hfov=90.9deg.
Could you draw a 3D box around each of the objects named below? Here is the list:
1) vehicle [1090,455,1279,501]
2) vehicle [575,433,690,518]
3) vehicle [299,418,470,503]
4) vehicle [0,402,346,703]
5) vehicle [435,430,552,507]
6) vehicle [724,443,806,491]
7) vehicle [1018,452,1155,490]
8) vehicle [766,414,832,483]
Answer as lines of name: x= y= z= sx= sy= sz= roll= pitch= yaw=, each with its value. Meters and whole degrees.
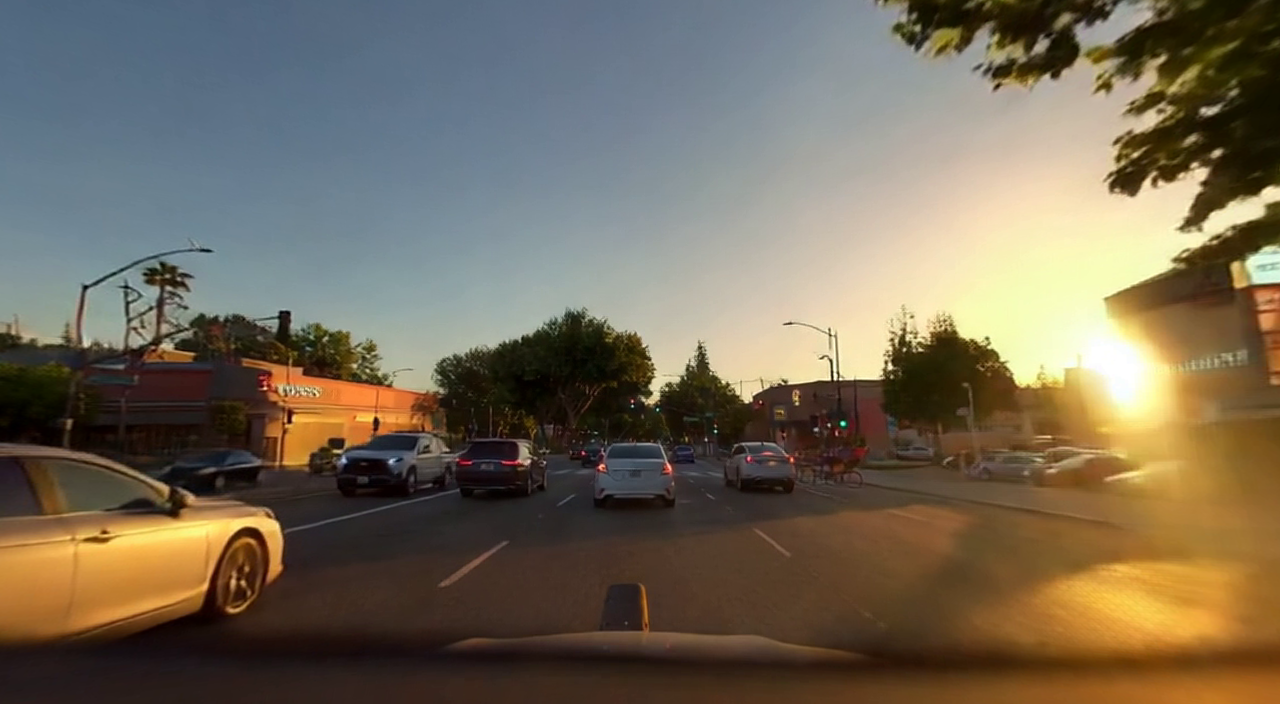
vehicle: x=18.845 y=4.340 z=21.900 sx=4.795 sy=1.457 sz=1.986 roll=-1 pitch=-9 yaw=4
vehicle: x=-0.126 y=2.602 z=13.740 sx=2.121 sy=1.563 sz=4.031 roll=0 pitch=-9 yaw=0
vehicle: x=-6.882 y=3.029 z=17.942 sx=2.321 sy=2.013 sz=5.640 roll=0 pitch=-9 yaw=2
vehicle: x=-3.697 y=1.066 z=3.318 sx=1.992 sy=1.493 sz=4.688 roll=0 pitch=-9 yaw=1
vehicle: x=-3.560 y=2.918 z=16.160 sx=1.983 sy=1.685 sz=3.997 roll=0 pitch=-9 yaw=1
vehicle: x=4.268 y=3.985 z=22.217 sx=1.979 sy=1.485 sz=4.207 roll=0 pitch=-9 yaw=-1
vehicle: x=19.403 y=5.180 z=27.576 sx=4.379 sy=1.558 sz=2.033 roll=0 pitch=-9 yaw=1
vehicle: x=8.025 y=4.922 z=32.179 sx=2.613 sy=3.281 sz=2.673 roll=1 pitch=-8 yaw=-1
